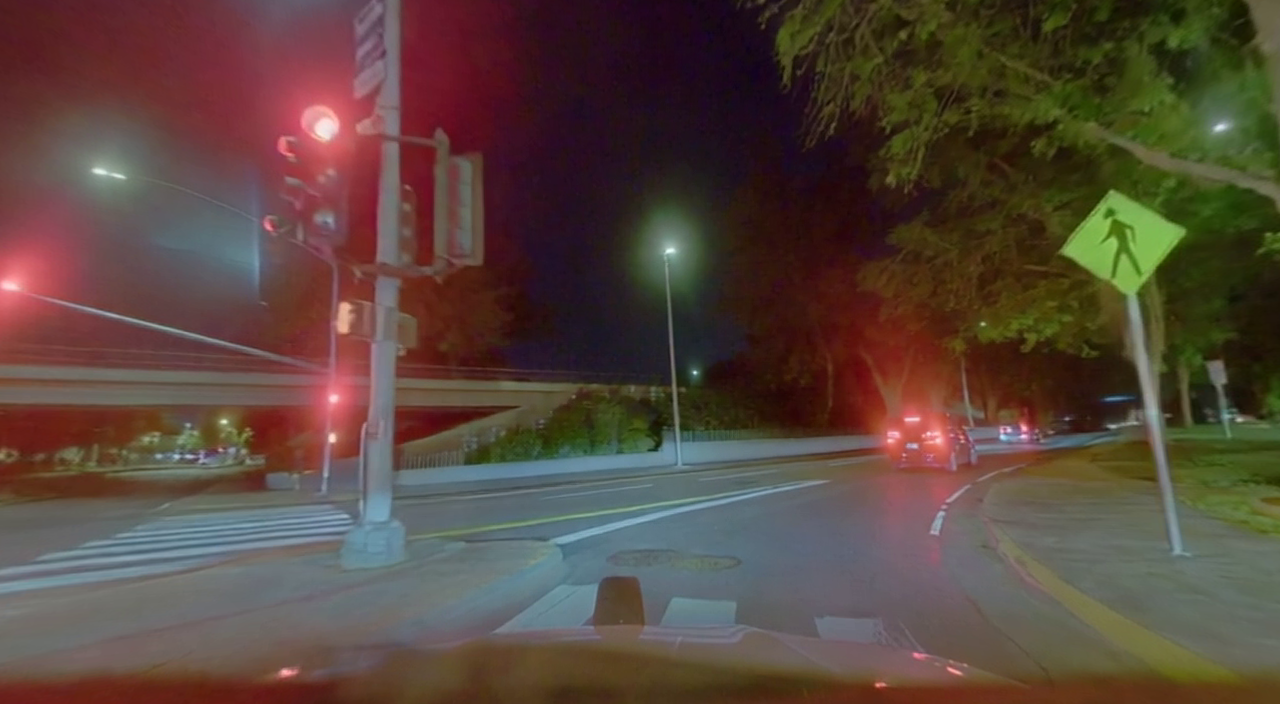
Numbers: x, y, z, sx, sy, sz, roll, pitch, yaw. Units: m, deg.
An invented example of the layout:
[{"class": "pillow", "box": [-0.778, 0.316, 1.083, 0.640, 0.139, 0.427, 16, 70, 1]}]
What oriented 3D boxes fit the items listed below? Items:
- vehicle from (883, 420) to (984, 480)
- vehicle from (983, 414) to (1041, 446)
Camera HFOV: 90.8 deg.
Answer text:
[{"class": "vehicle", "box": [9.096, 2.990, 19.405, 1.908, 1.622, 4.166, -6, -11, 36]}, {"class": "vehicle", "box": [24.655, 5.224, 41.790, 2.122, 1.954, 5.144, -8, -11, 42]}]
